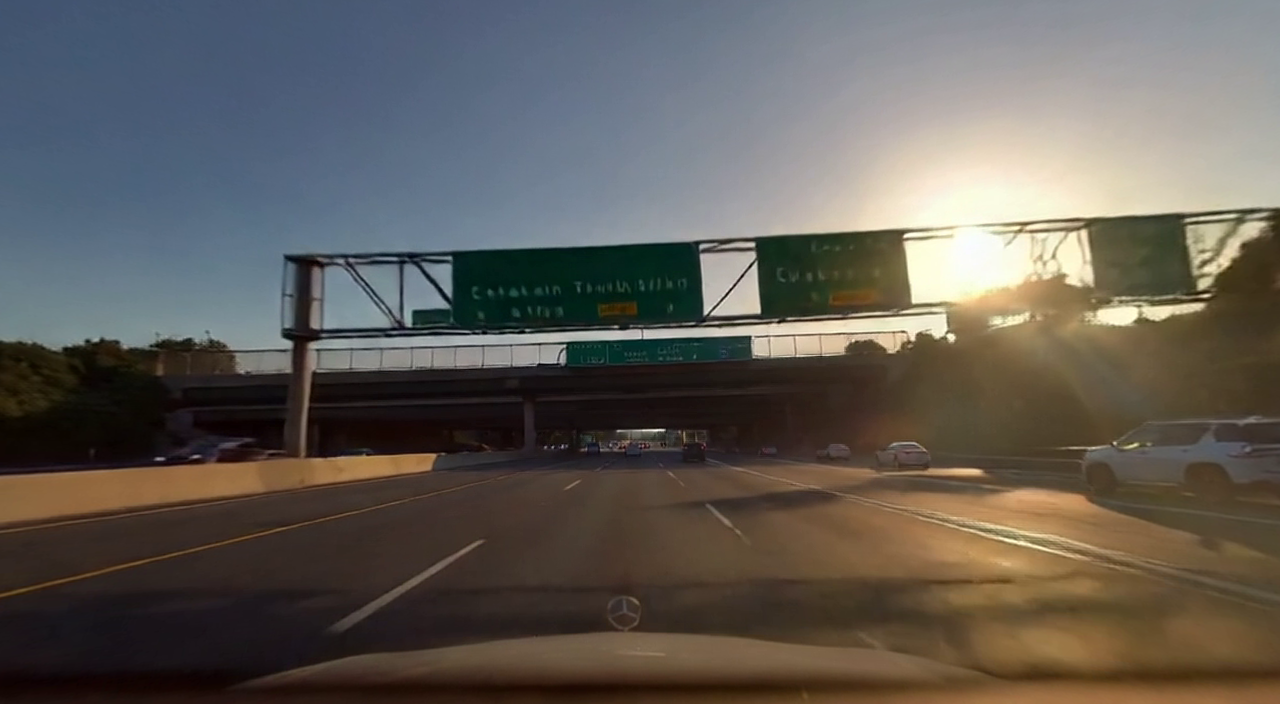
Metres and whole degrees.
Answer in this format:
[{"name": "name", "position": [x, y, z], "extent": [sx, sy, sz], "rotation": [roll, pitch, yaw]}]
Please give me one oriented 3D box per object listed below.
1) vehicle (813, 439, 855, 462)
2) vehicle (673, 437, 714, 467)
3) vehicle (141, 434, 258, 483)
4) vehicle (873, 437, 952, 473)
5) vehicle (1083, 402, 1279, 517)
[{"name": "vehicle", "position": [15.223, 7.795, 49.699], "extent": [2.020, 1.707, 4.424], "rotation": [0, -9, 2]}, {"name": "vehicle", "position": [3.371, 6.421, 40.561], "extent": [2.147, 1.794, 4.538], "rotation": [0, -9, 0]}, {"name": "vehicle", "position": [-21.719, 5.266, 31.392], "extent": [2.114, 2.191, 5.068], "rotation": [0, -9, 0]}, {"name": "vehicle", "position": [14.264, 5.407, 33.291], "extent": [2.116, 1.754, 4.727], "rotation": [0, -9, 1]}, {"name": "vehicle", "position": [13.441, 2.385, 14.152], "extent": [2.442, 2.140, 6.462], "rotation": [0, -9, 2]}]
